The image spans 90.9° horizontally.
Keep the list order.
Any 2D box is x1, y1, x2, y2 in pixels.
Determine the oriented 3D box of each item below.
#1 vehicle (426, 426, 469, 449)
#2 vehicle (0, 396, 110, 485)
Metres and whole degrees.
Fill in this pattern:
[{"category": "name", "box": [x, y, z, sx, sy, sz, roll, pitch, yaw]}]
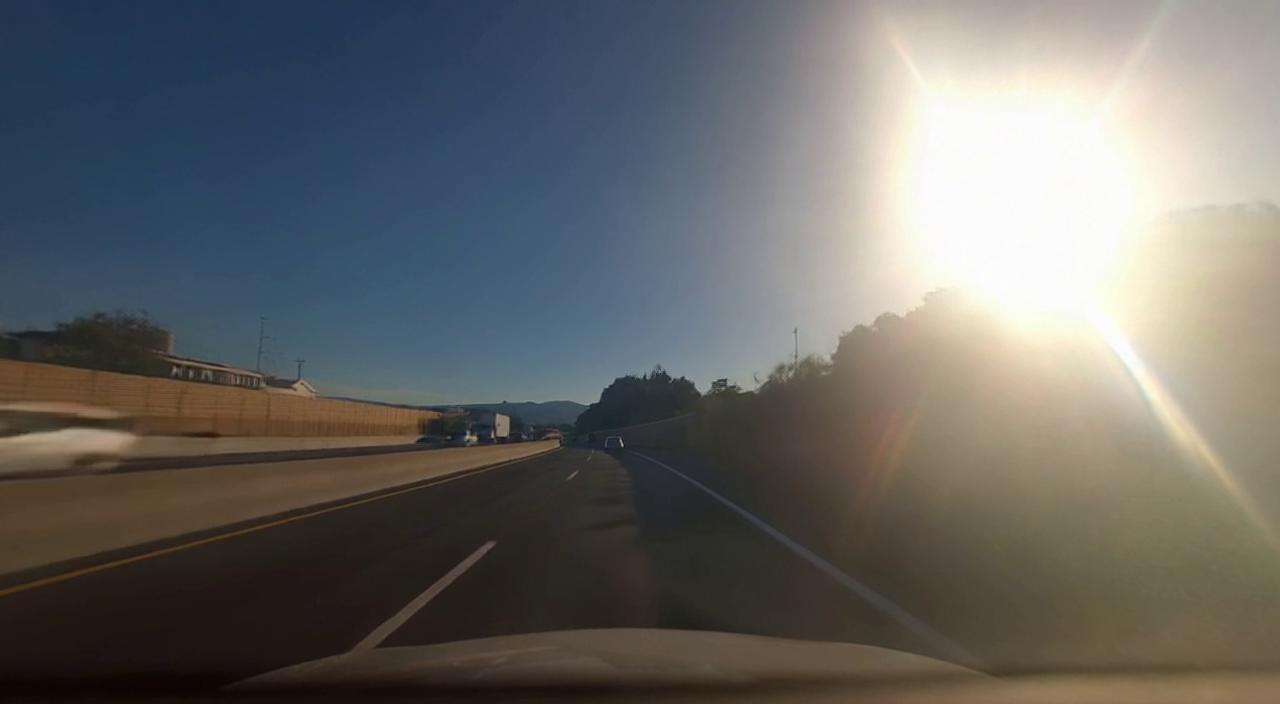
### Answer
[{"category": "vehicle", "box": [-13.931, 6.239, 45.920, 1.939, 1.547, 4.294, 0, -8, -2]}, {"category": "vehicle", "box": [-12.620, 1.607, 11.476, 2.117, 1.595, 4.463, 0, -7, -2]}]
